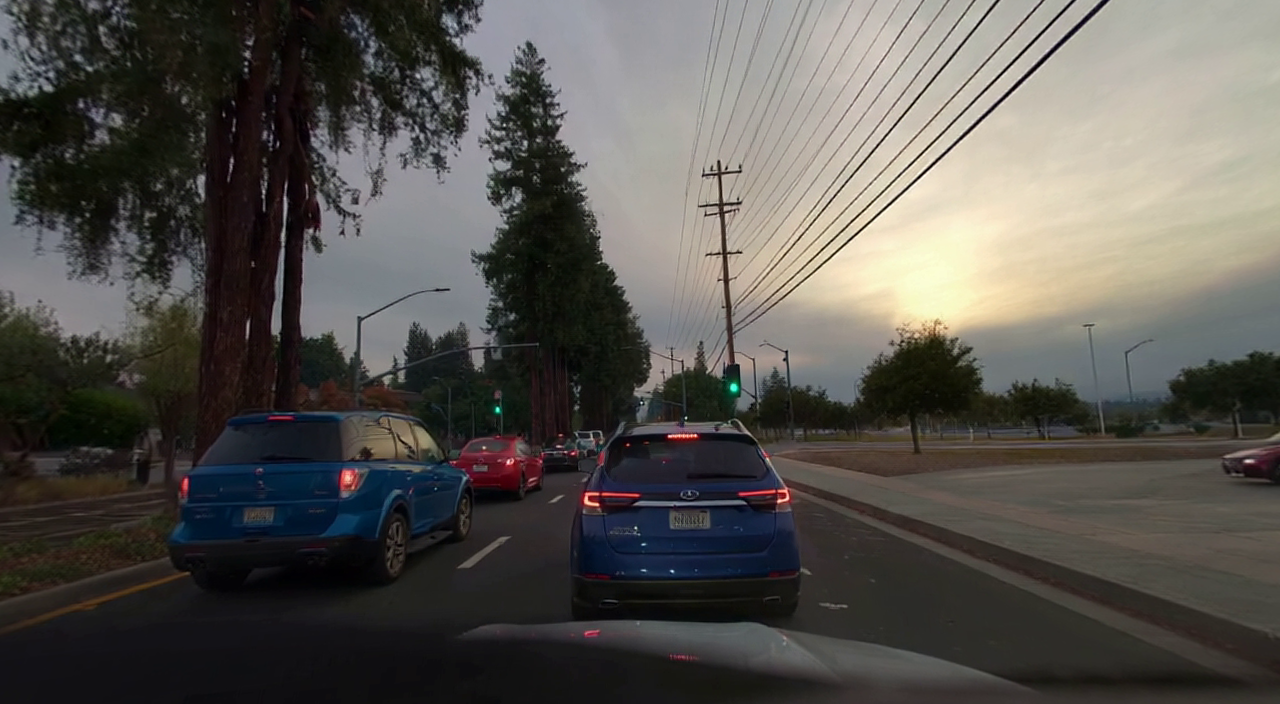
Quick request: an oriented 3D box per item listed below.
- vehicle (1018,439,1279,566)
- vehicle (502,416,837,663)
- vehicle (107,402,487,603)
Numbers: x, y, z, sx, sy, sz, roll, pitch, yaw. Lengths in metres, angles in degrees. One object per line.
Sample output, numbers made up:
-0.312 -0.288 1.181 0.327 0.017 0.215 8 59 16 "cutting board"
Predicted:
8.387 2.157 9.940 1.993 1.508 4.521 0 -9 -1 "vehicle"
0.118 1.446 5.953 2.056 1.487 4.003 0 -9 -2 "vehicle"
-3.468 1.611 7.633 2.105 1.706 4.337 0 -9 0 "vehicle"
